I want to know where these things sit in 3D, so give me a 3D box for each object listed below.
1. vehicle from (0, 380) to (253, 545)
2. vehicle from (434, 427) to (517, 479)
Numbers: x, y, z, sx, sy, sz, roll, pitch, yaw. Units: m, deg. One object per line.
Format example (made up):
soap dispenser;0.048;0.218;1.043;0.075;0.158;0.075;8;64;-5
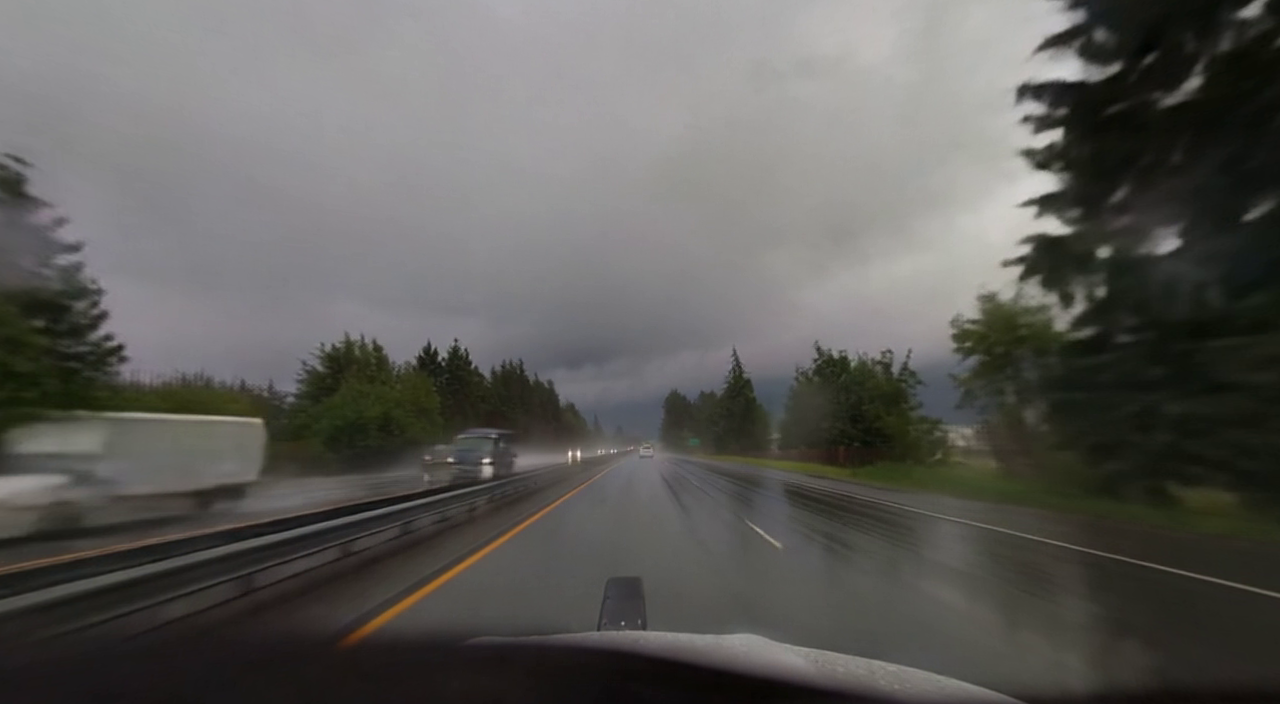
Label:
vehicle;-12.660;2.540;15.014;2.459;3.018;6.687;0;-9;1
vehicle;-9.148;5.750;35.883;2.861;2.656;6.435;0;-9;1
